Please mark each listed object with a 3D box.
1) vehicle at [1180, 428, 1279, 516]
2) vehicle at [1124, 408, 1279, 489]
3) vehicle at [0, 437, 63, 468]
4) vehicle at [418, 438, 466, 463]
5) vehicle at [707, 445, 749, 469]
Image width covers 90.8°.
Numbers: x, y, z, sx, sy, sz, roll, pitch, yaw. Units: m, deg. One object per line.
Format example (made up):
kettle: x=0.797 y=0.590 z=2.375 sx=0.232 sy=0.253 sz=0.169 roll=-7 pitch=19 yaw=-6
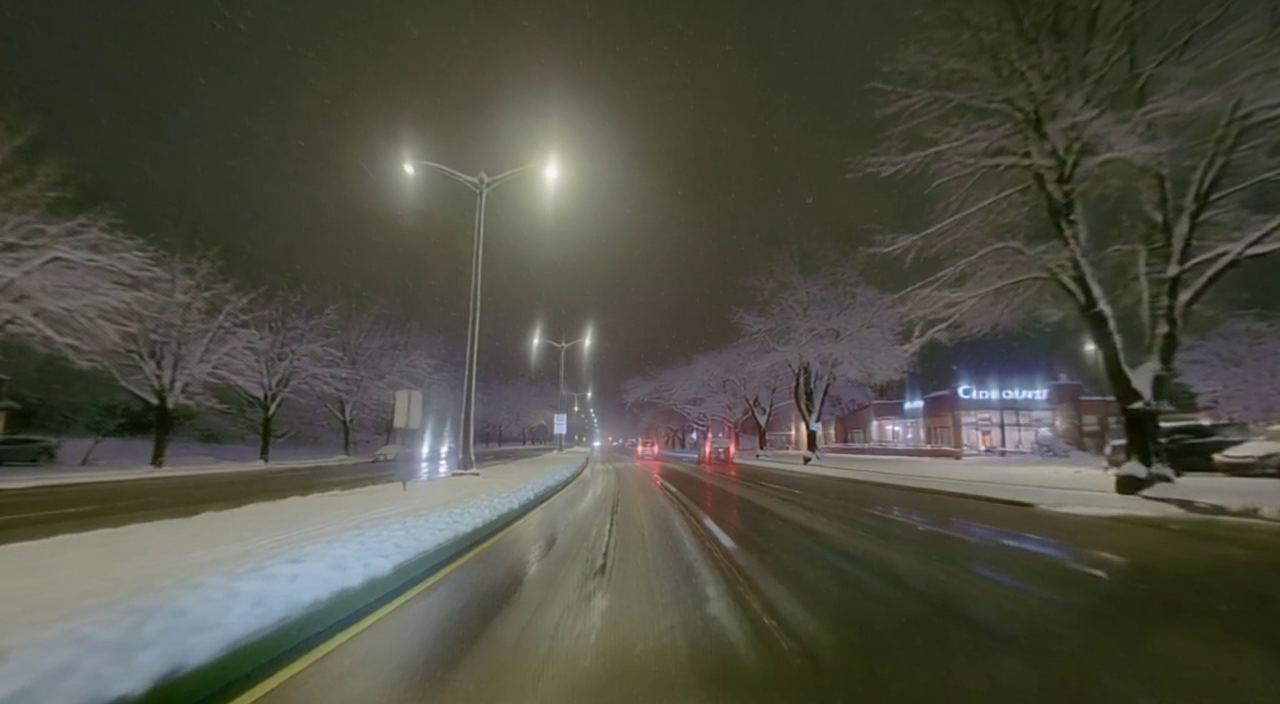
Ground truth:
vehicle: x=16.011 y=3.004 z=16.341 sx=5.251 sy=1.946 sz=2.114 roll=7 pitch=-11 yaw=-40
vehicle: x=21.588 y=3.422 z=22.585 sx=6.254 sy=2.698 sz=2.433 roll=-5 pitch=-10 yaw=27
vehicle: x=-31.066 y=4.907 z=31.033 sx=3.606 sy=1.434 sz=1.790 roll=1 pitch=-8 yaw=0
vehicle: x=-14.933 y=7.482 z=47.952 sx=2.058 sy=1.770 sz=5.291 roll=0 pitch=-8 yaw=-1
vehicle: x=5.670 y=6.813 z=41.230 sx=1.876 sy=1.474 sz=4.126 roll=1 pitch=-8 yaw=-5
